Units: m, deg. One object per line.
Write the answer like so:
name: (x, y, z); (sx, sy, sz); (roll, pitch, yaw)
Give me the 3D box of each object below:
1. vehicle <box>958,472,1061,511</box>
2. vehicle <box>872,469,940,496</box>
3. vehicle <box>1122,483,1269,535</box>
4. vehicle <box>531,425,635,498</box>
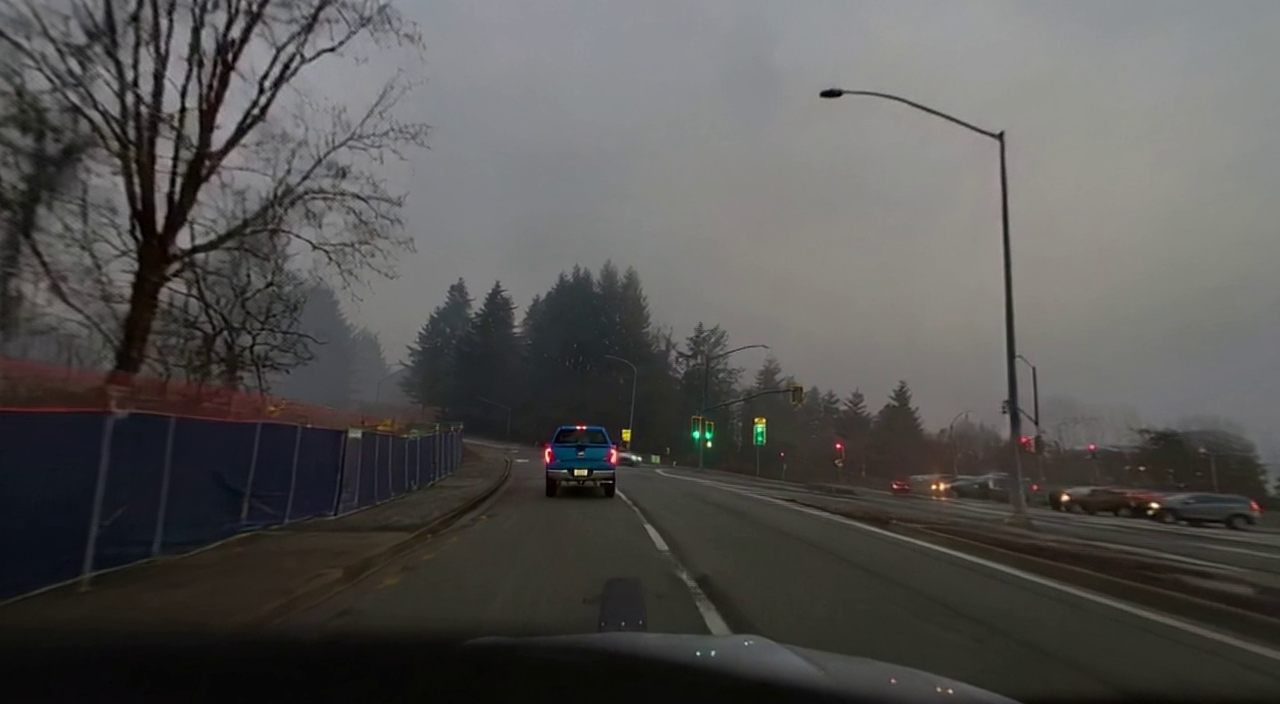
vehicle: (18.406, 6.955, 31.734); (1.884, 1.622, 4.485); (3, -10, -11)
vehicle: (16.955, 8.339, 40.463); (1.808, 1.467, 4.360); (4, -10, -12)
vehicle: (23.233, 6.551, 26.658); (1.841, 1.673, 4.470); (1, -8, -7)
vehicle: (-1.554, 2.964, 17.544); (2.436, 1.698, 5.322); (0, -8, -5)
